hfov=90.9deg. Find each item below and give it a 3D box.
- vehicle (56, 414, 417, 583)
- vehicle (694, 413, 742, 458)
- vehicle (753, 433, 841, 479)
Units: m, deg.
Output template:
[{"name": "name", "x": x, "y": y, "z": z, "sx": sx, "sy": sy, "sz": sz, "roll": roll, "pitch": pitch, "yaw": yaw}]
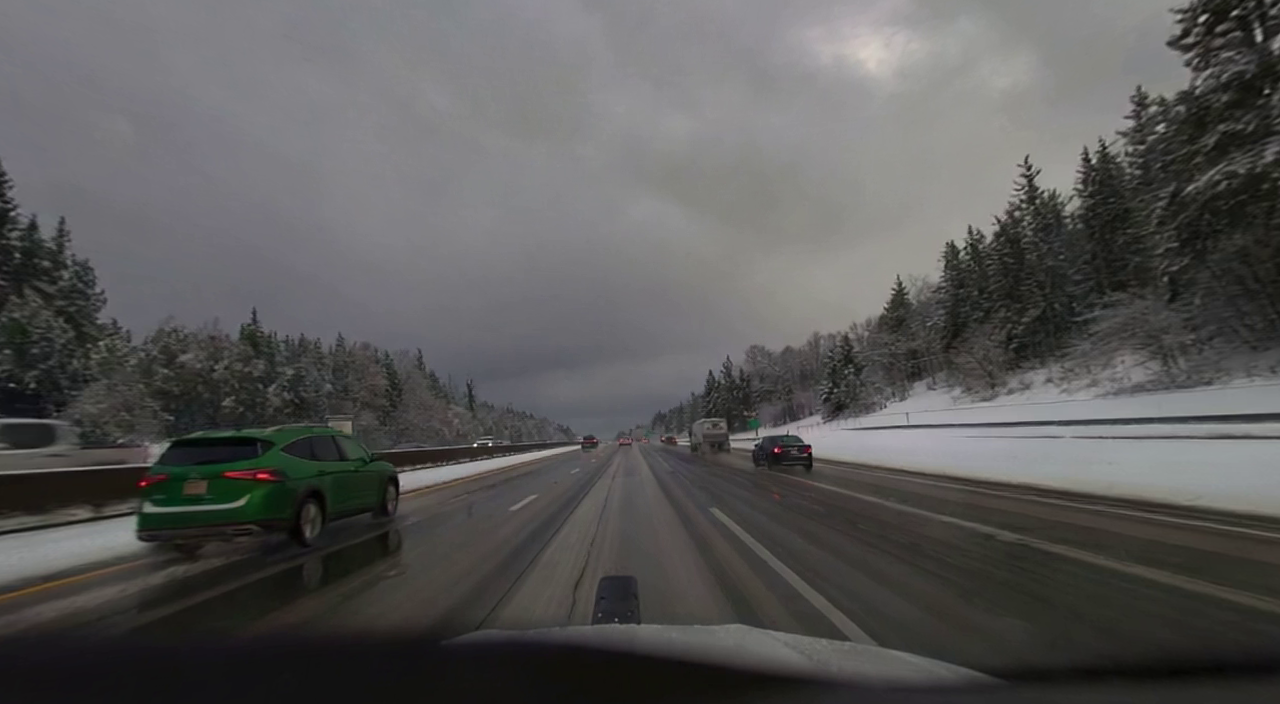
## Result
[{"name": "vehicle", "x": -4.475, "y": 1.632, "z": 7.890, "sx": 1.966, "sy": 1.570, "sz": 3.859, "roll": 0, "pitch": -8, "yaw": -1}, {"name": "vehicle", "x": 5.392, "y": 5.892, "z": 44.446, "sx": 2.588, "sy": 2.910, "sz": 5.511, "roll": 0, "pitch": -8, "yaw": -1}, {"name": "vehicle", "x": 5.234, "y": 3.503, "z": 21.595, "sx": 1.920, "sy": 1.436, "sz": 3.890, "roll": 0, "pitch": -8, "yaw": -2}]
